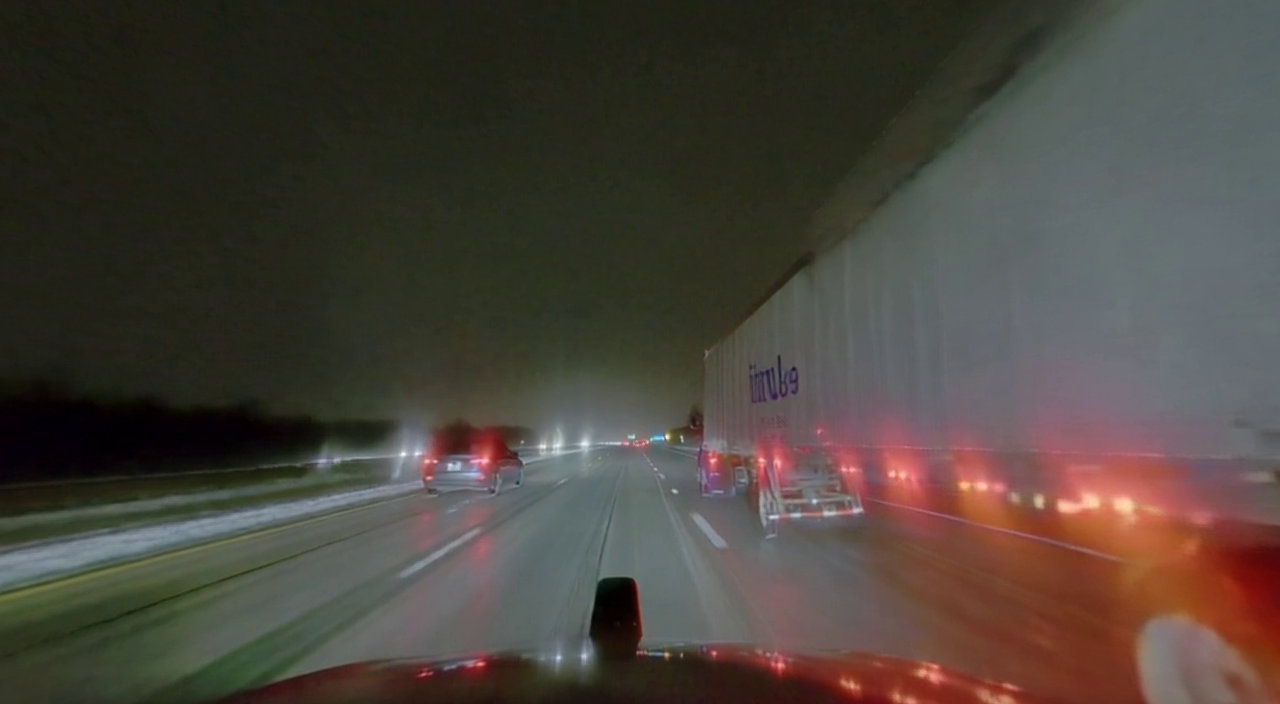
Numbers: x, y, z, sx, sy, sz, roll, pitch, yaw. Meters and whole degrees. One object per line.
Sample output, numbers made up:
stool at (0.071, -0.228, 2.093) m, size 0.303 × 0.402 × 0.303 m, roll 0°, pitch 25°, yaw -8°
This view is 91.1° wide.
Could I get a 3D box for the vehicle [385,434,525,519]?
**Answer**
vehicle at (-4.140, 2.831, 14.945) m, size 2.063 × 1.661 × 4.439 m, roll 1°, pitch -8°, yaw -2°
